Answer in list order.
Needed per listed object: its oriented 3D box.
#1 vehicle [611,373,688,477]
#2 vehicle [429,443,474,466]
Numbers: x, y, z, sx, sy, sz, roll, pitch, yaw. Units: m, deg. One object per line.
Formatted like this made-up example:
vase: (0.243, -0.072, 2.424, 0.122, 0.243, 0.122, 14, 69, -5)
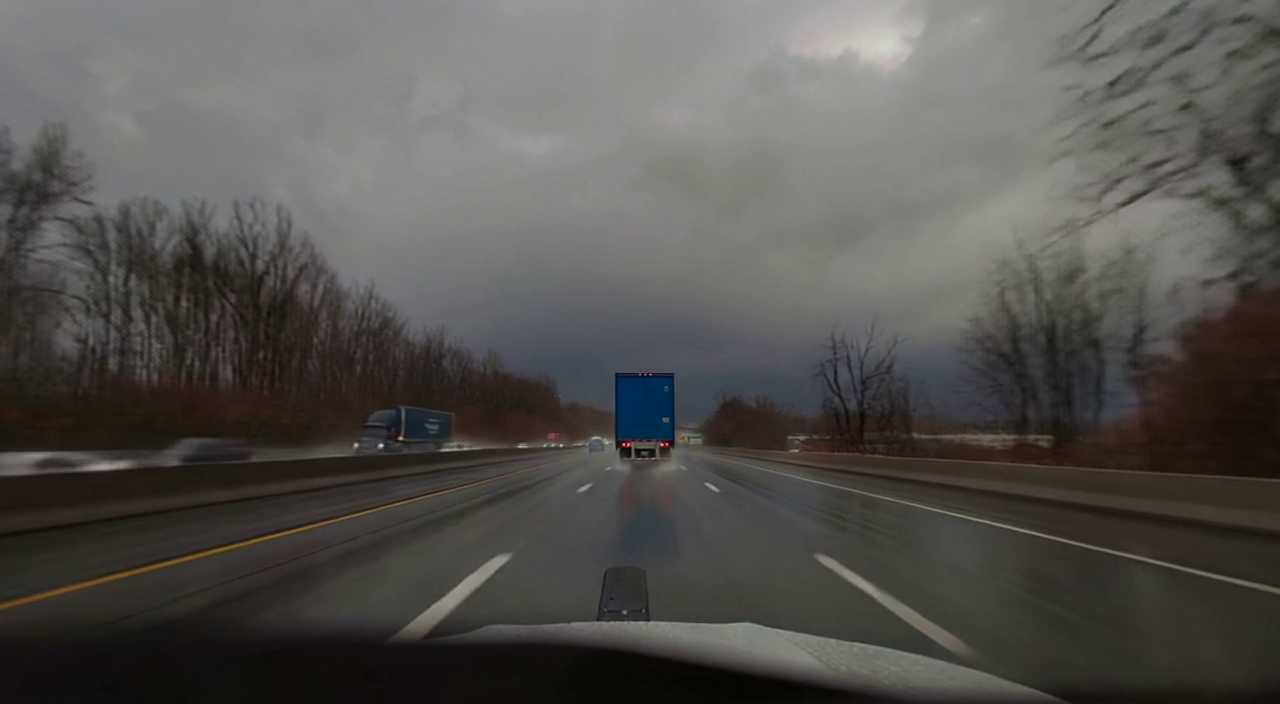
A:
vehicle: (0.388, 3.607, 29.840, 3.010, 4.039, 10.481, 0, -8, 0)
vehicle: (-12.557, 6.858, 42.021, 1.811, 1.445, 3.854, 0, -8, -1)
